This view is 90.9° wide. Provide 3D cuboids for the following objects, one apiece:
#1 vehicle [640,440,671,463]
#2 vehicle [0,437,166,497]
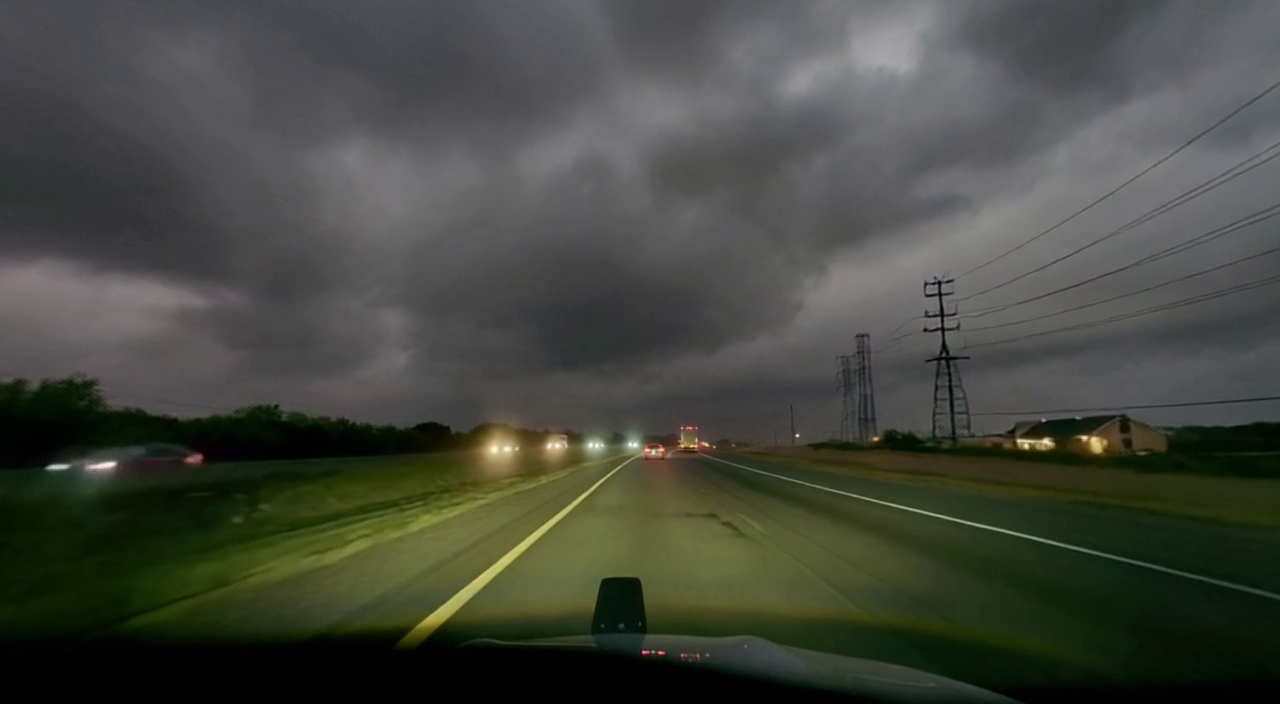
[{"bbox_3d":[1.168,7.337,46.500,2.192,1.556,4.132,-1,-8,2],"label":"vehicle"},{"bbox_3d":[-16.535,3.327,18.642,1.846,1.545,3.972,-1,-8,1],"label":"vehicle"}]
